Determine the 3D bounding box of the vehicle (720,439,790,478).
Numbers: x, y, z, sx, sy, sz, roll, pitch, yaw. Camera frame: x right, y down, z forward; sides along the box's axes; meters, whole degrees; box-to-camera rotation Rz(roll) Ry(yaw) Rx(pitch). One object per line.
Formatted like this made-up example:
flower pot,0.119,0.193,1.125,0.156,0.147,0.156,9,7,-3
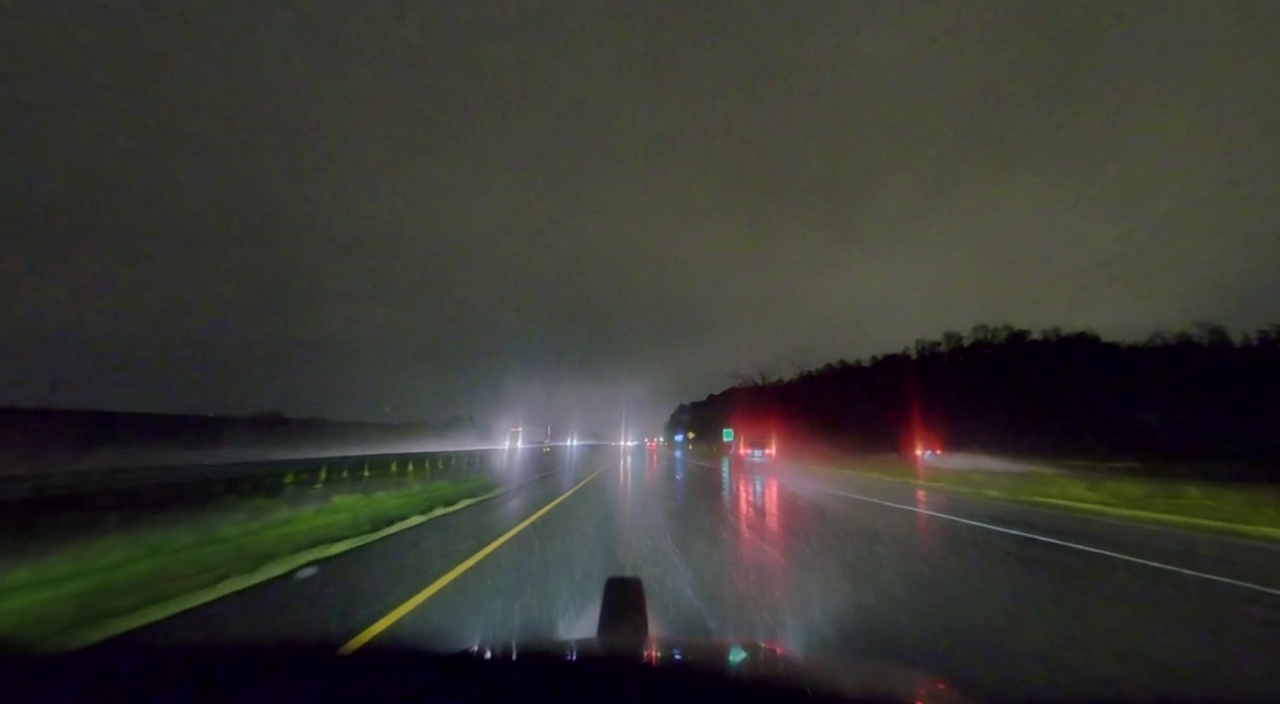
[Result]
vehicle,4.661,4.385,26.209,2.012,1.476,4.256,0,-8,-1
